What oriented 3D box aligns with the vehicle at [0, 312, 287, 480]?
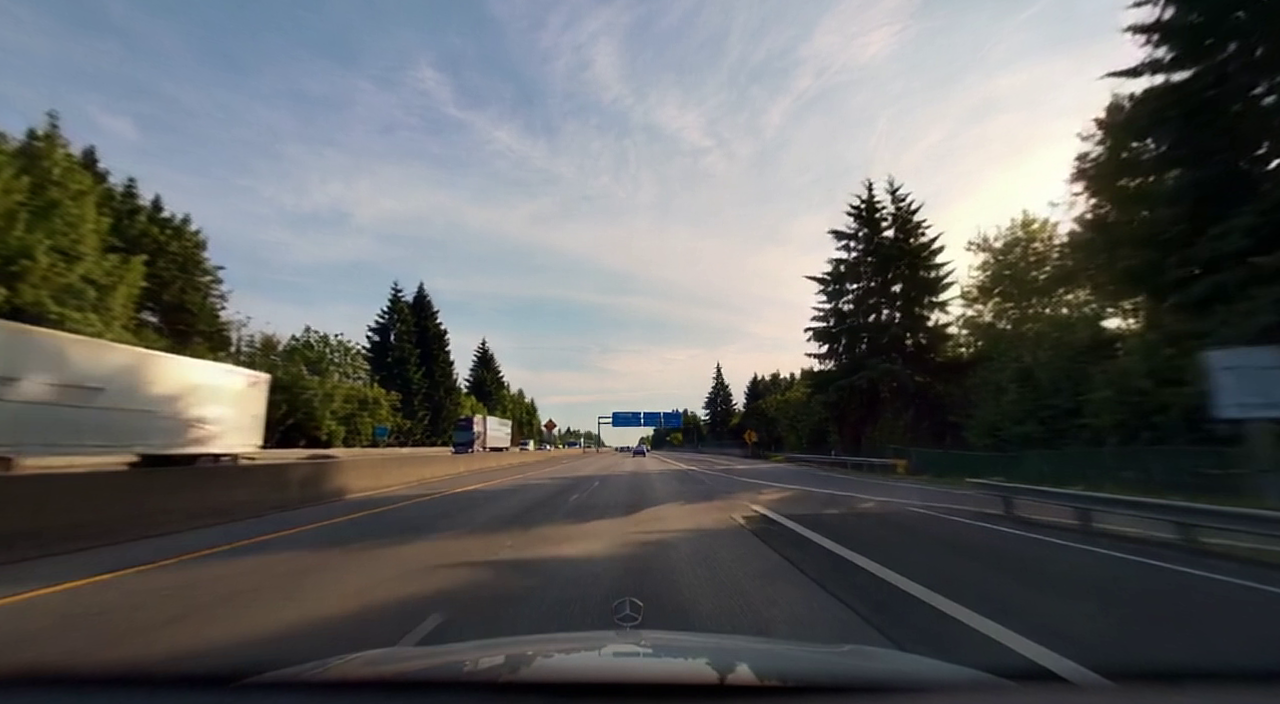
[{"bbox_3d":[-16.319,1.581,18.138,2.878,3.843,16.564,0,-9,0],"label":"vehicle"}]
